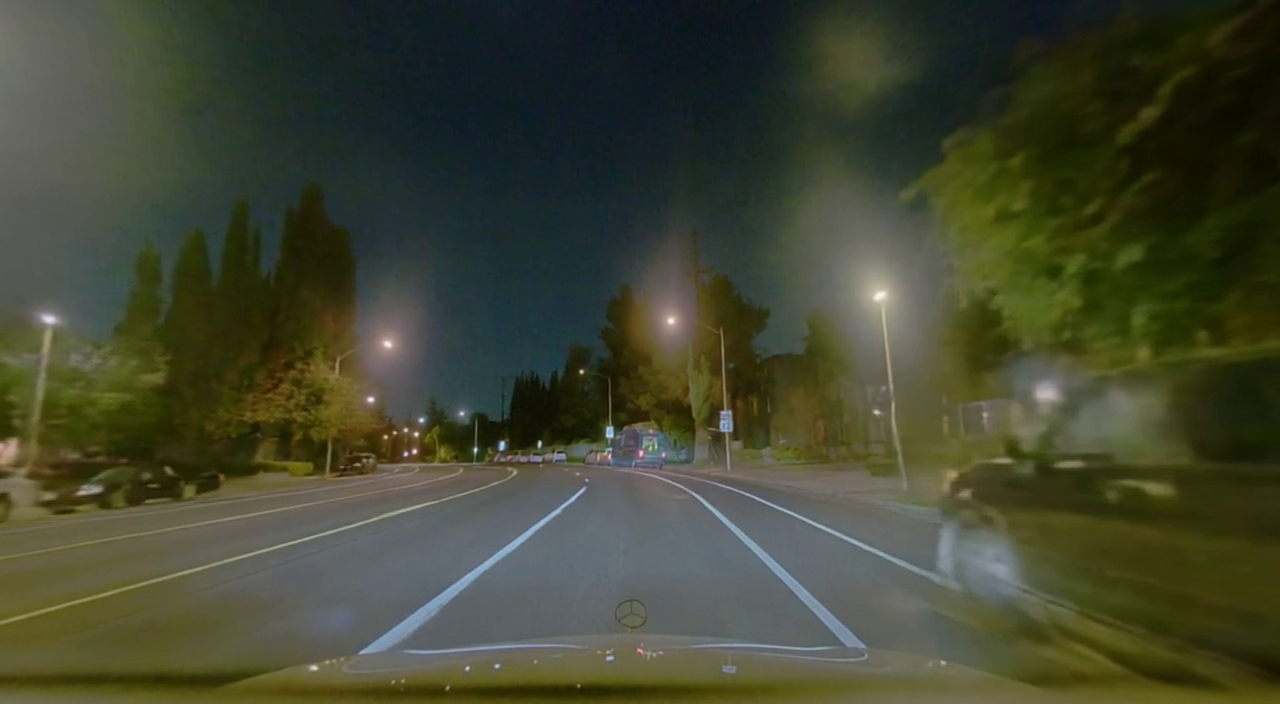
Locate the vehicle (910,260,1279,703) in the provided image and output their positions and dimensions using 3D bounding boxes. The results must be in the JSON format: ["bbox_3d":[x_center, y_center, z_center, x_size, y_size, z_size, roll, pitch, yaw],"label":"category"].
[{"bbox_3d":[4.067,0.738,3.036,2.505,2.192,6.181,0,-9,-3],"label":"vehicle"}]

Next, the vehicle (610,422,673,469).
[{"bbox_3d":[-0.076,7.228,48.711,2.918,3.319,7.595,2,-9,-15],"label":"vehicle"}]

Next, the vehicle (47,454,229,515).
[{"bbox_3d":[-15.027,3.941,19.215,1.934,1.480,4.510,-2,-8,-1],"label":"vehicle"}]

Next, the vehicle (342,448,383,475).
[{"bbox_3d":[-19.617,7.724,44.474,1.976,1.797,4.249,2,-9,-15],"label":"vehicle"}]
